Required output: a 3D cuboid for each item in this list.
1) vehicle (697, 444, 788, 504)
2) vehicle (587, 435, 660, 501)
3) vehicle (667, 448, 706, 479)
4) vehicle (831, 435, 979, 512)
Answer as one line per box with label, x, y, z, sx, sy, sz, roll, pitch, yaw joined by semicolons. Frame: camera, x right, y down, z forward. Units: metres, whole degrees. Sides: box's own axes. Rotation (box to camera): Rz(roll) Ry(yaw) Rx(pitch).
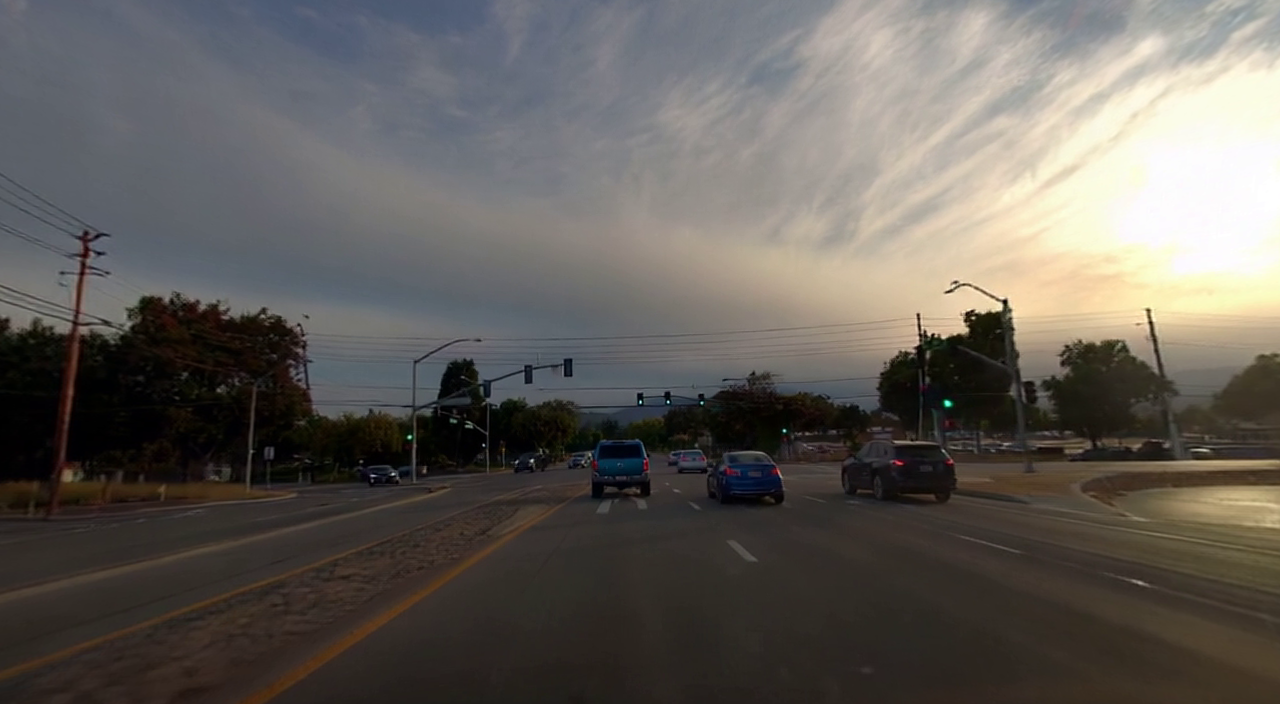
vehicle;2.961;3.631;19.282;1.880;1.579;4.401;0;-9;-2
vehicle;-0.561;3.927;21.797;2.231;1.998;4.254;0;-9;-1
vehicle;2.759;6.764;38.606;1.915;1.765;4.047;0;-9;-2
vehicle;6.781;3.129;16.797;1.929;1.753;4.396;0;-9;-1
